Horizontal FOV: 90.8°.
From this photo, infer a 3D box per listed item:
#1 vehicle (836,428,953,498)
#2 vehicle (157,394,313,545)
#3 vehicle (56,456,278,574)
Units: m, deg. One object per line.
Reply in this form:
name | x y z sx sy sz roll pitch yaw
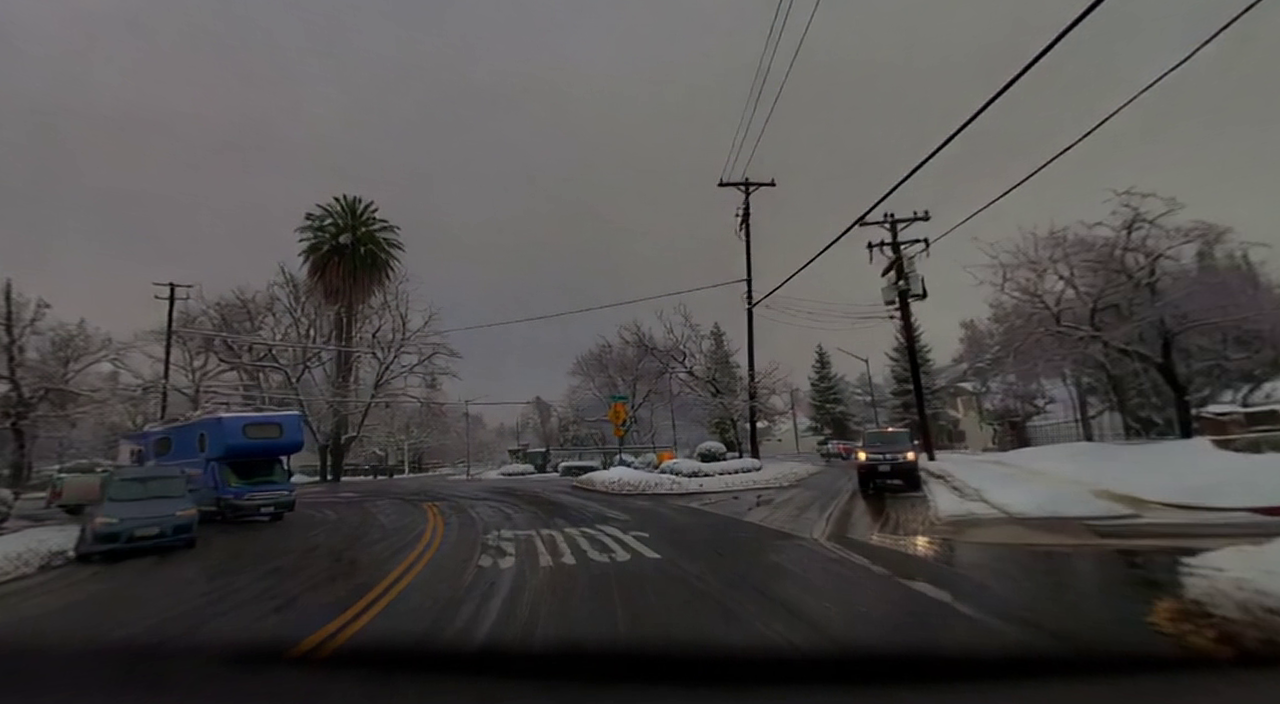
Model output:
vehicle | 8.082 3.509 20.795 2.508 1.887 5.930 -3 -7 12
vehicle | -13.076 3.653 21.552 3.216 3.720 11.364 2 -8 -27
vehicle | -9.047 3.032 12.711 2.103 1.599 4.865 1 -7 -19
